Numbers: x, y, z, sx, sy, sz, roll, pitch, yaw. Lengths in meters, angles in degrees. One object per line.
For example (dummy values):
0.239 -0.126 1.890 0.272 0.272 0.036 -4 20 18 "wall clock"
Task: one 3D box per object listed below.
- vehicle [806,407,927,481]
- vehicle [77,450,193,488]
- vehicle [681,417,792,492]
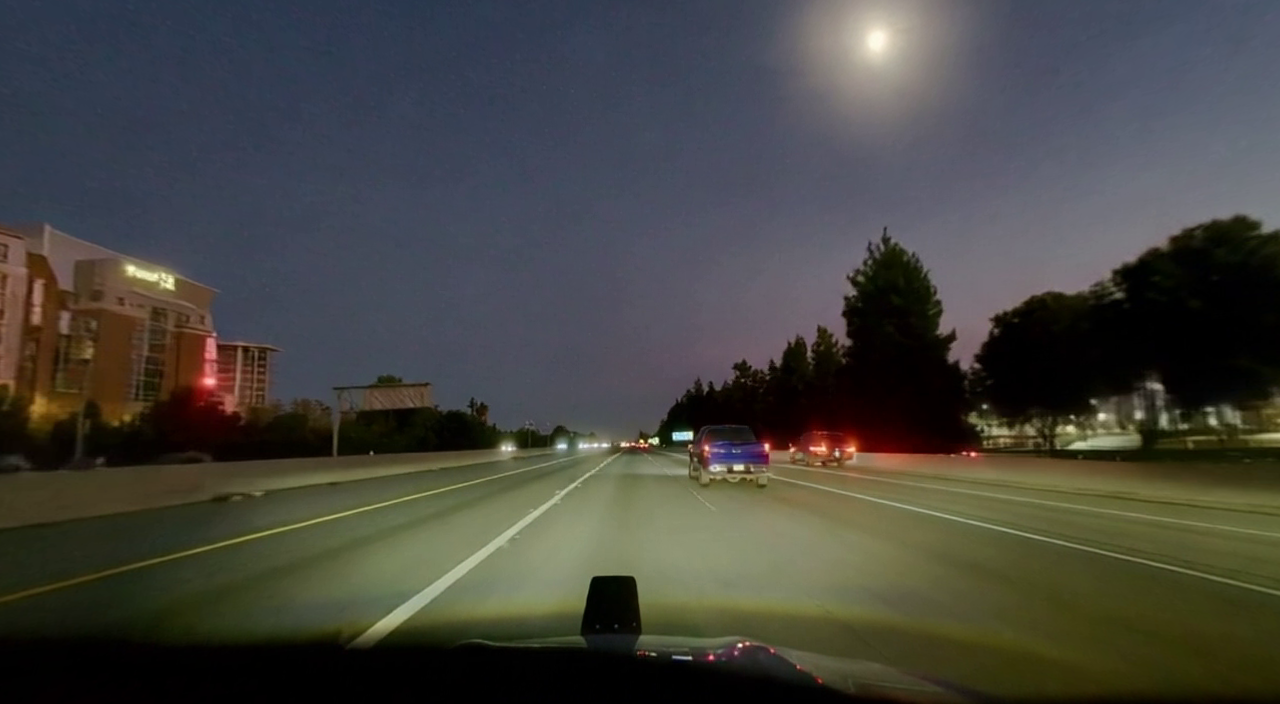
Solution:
7.760 3.266 22.380 2.158 2.268 5.396 0 -9 -1 "vehicle"
-23.270 5.393 29.357 1.882 1.579 4.247 0 -8 -1 "vehicle"
2.761 3.106 19.437 2.462 1.984 4.718 0 -9 -2 "vehicle"
